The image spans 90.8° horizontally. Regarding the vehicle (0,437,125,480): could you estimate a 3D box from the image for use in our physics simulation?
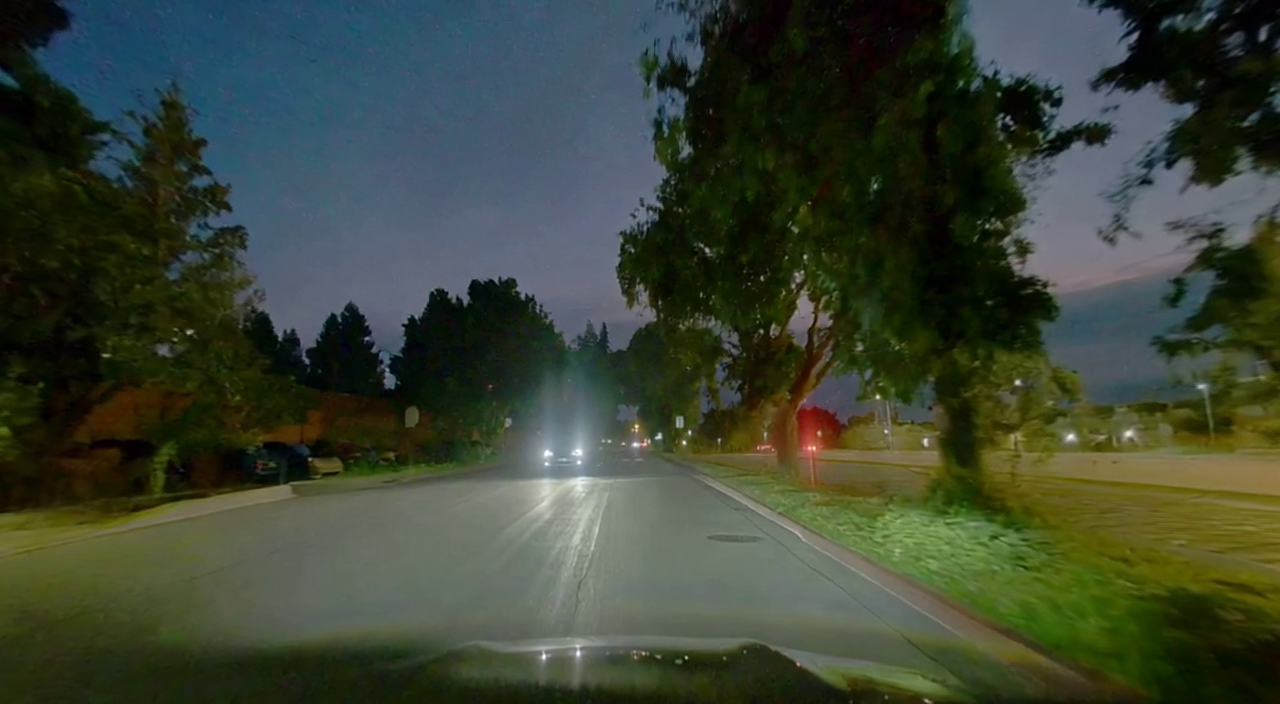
[{"bbox_3d":[-26.431,4.765,28.347,4.725,1.828,2.006,0,-8,-2],"label":"vehicle"}]

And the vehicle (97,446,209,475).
[{"bbox_3d":[-26.017,5.795,33.868,4.374,1.455,1.918,0,-8,0],"label":"vehicle"}]

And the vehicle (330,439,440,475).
[{"bbox_3d":[-13.340,5.513,33.287,4.870,1.767,2.120,-1,-8,2],"label":"vehicle"}]

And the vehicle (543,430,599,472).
[{"bbox_3d":[-3.020,4.457,28.541,2.047,1.725,4.288,0,-8,0],"label":"vehicle"}]

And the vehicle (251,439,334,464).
[{"bbox_3d":[-26.315,7.541,47.958,5.143,1.793,2.032,-1,-8,2],"label":"vehicle"}]

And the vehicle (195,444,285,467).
[{"bbox_3d":[-26.994,6.975,42.732,4.736,1.516,1.937,0,-8,1],"label":"vehicle"}]
